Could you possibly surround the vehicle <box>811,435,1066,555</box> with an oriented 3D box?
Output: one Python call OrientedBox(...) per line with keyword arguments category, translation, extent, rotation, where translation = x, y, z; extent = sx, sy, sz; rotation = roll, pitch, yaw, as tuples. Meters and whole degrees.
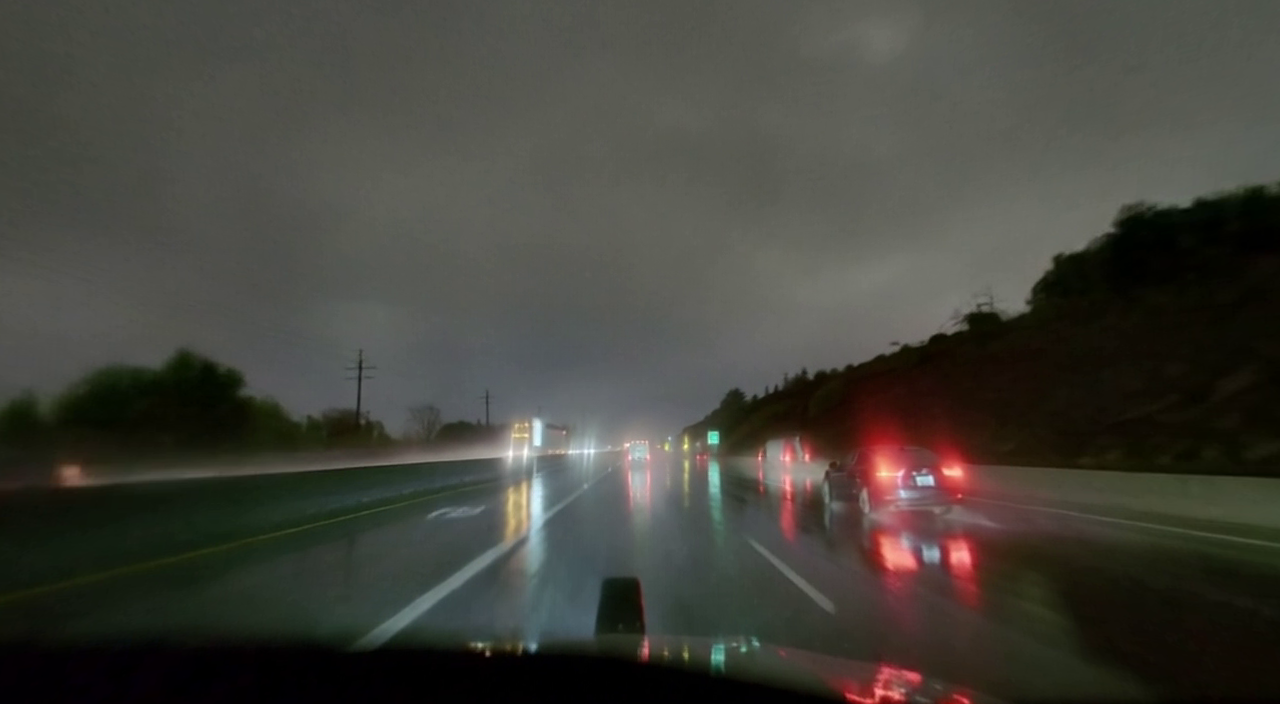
OrientedBox(category="vehicle", translation=(4.359, 2.139, 10.124), extent=(1.976, 1.495, 4.217), rotation=(0, -9, -1))
